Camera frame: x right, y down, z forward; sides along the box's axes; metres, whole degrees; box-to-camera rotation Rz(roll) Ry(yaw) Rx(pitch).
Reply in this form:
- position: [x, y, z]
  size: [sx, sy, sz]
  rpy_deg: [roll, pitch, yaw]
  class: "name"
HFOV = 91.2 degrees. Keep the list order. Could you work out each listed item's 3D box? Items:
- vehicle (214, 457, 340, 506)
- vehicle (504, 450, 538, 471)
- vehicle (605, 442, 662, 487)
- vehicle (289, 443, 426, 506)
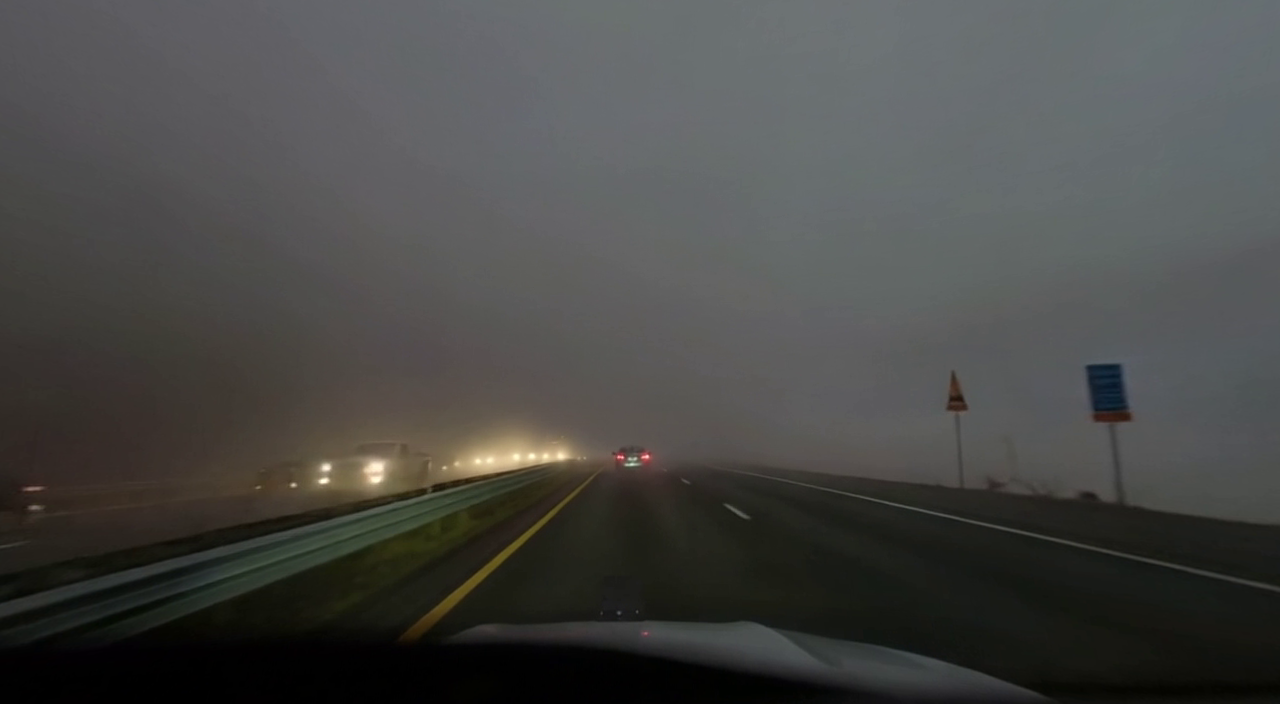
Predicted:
- position: [-12.797, 4.558, 22.492]
  size: [1.864, 1.488, 4.473]
  rpy_deg: [0, -9, -1]
  class: "vehicle"
- position: [-9.136, 8.381, 48.422]
  size: [1.893, 1.519, 4.127]
  rpy_deg: [0, -9, -1]
  class: "vehicle"
- position: [-0.284, 4.217, 23.715]
  size: [1.971, 1.518, 4.108]
  rpy_deg: [0, -9, -2]
  class: "vehicle"
- position: [-8.336, 3.627, 19.034]
  size: [2.090, 1.653, 4.437]
  rpy_deg: [0, -9, 0]
  class: "vehicle"
